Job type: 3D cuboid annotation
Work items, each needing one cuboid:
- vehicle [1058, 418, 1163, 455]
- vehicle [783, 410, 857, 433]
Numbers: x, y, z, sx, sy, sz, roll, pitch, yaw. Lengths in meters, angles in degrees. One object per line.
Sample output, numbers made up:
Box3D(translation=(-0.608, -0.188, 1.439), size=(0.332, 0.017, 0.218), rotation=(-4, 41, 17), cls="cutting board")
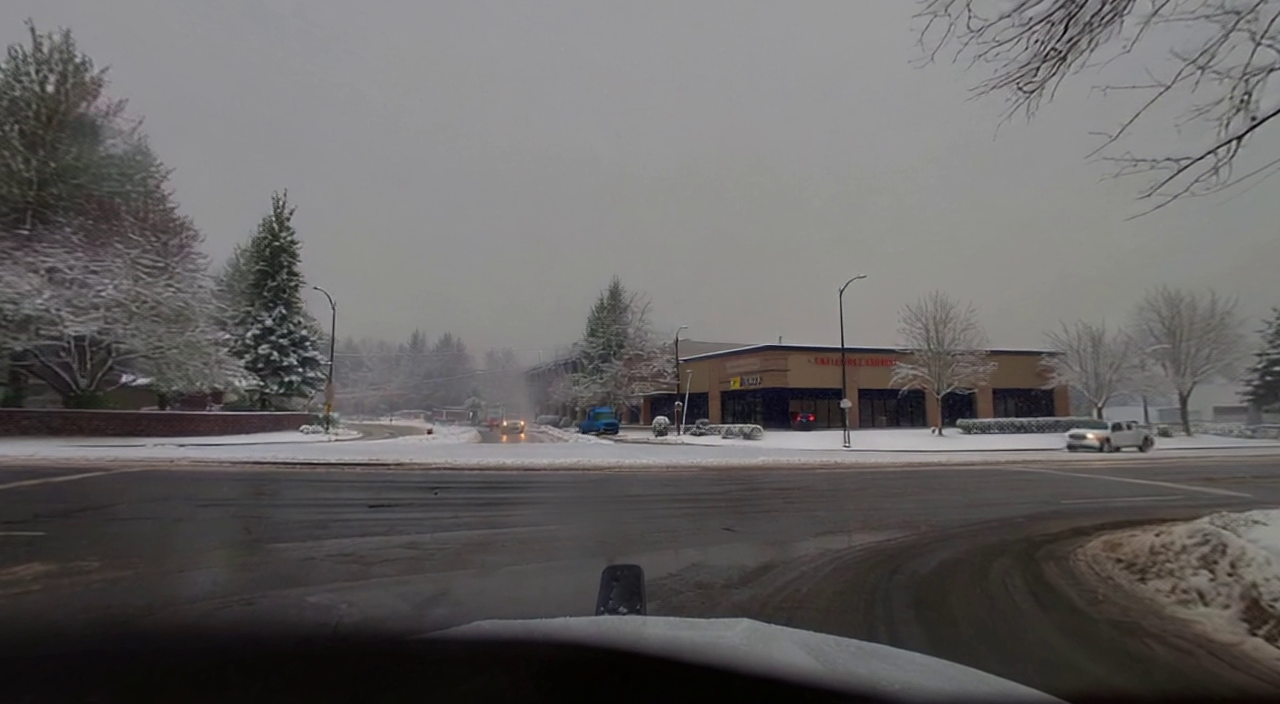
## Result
Box3D(translation=(24.809, 4.479, 33.068), size=(5.333, 1.837, 2.124), rotation=(4, -10, -27), cls="vehicle")
Box3D(translation=(12.514, 4.826, 43.598), size=(4.674, 1.483, 1.745), rotation=(2, -9, -16), cls="vehicle")
